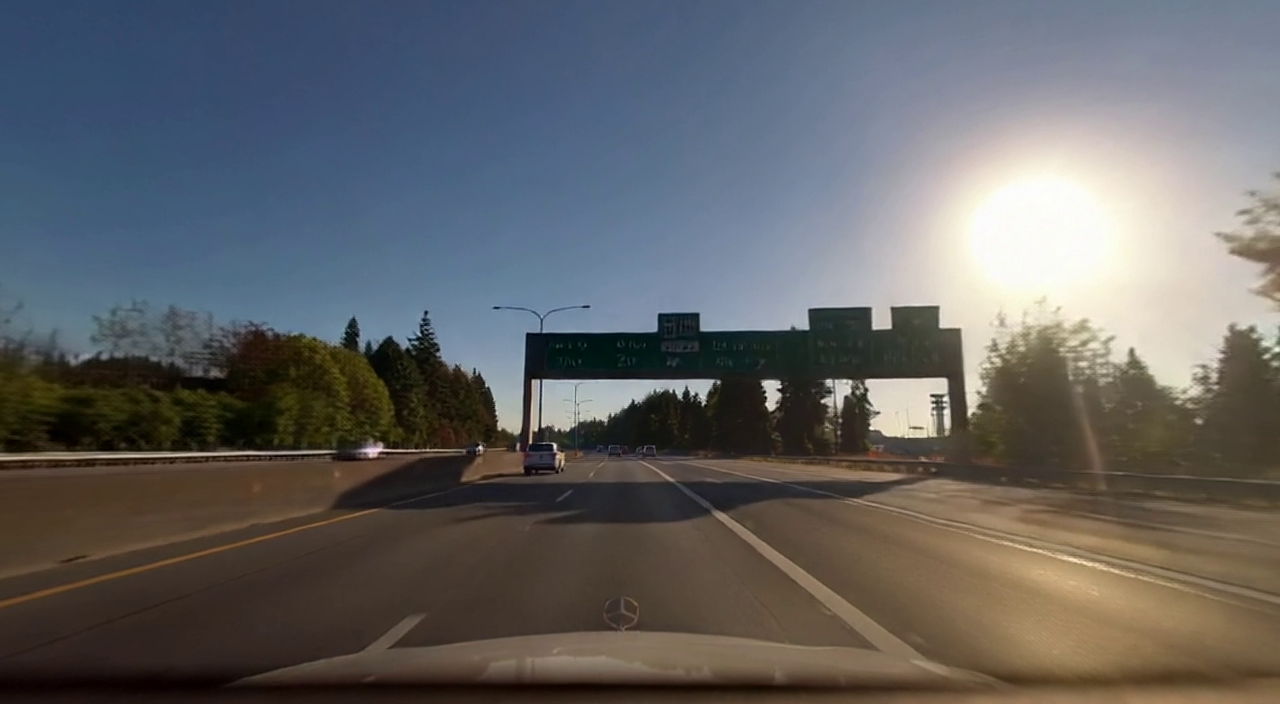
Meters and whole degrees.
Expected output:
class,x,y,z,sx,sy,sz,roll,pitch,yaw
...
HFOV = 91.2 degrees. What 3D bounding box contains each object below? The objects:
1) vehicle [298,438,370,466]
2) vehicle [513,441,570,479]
class,x,y,z,sx,sy,sz,roll,pitch,yaw
vehicle,-18.042,5.930,37.271,1.921,1.525,4.846,0,-9,-1
vehicle,-4.488,4.998,29.156,2.071,1.615,3.868,0,-9,-1
